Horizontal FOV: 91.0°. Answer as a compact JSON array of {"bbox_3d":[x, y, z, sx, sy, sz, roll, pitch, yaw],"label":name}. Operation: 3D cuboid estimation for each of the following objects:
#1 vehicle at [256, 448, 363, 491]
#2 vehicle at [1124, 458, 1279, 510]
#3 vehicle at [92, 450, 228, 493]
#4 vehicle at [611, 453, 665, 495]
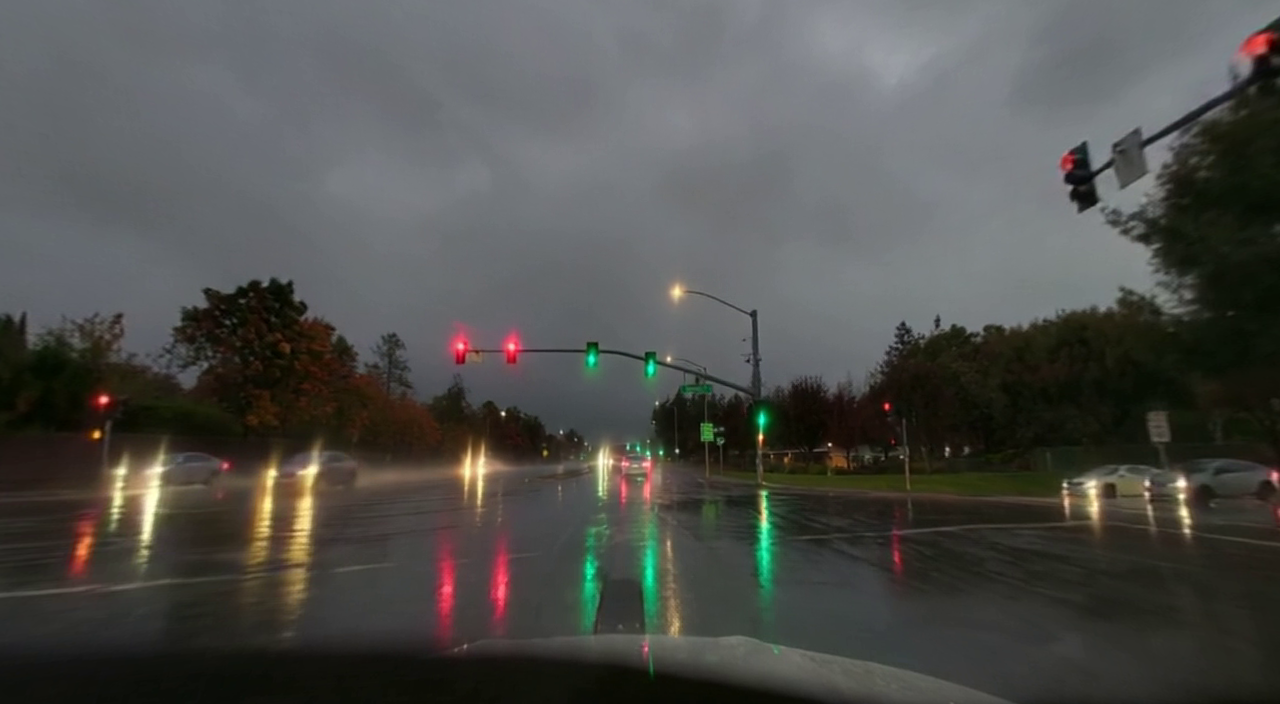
[{"bbox_3d":[-14.080,5.009,27.172,2.024,1.663,4.502,0,-8,3],"label":"vehicle"},{"bbox_3d":[18.218,4.121,19.893,4.441,1.466,1.982,1,-9,-9],"label":"vehicle"},{"bbox_3d":[-21.746,5.390,28.818,2.189,1.720,4.653,-1,-9,8],"label":"vehicle"},{"bbox_3d":[-0.070,4.692,24.522,1.954,1.469,3.465,0,-8,0],"label":"vehicle"}]
